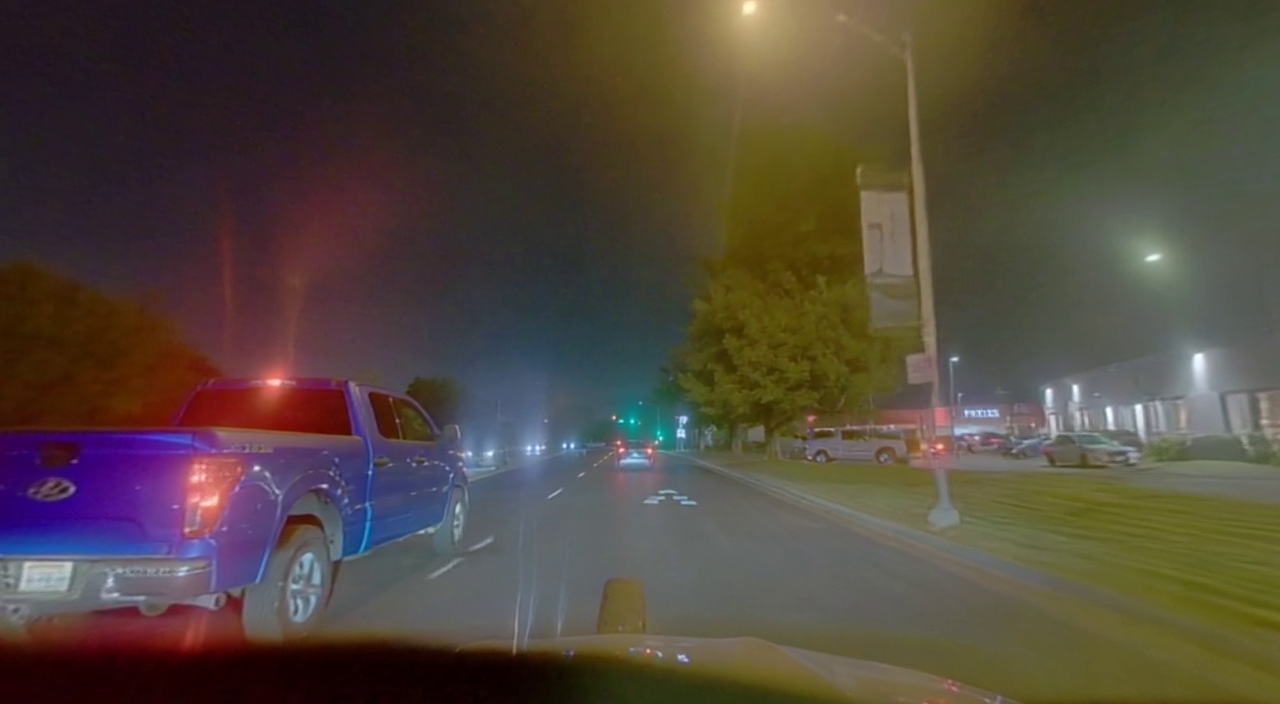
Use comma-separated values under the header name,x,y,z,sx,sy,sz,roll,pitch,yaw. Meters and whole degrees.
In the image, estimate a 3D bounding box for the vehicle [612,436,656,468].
name,x,y,z,sx,sy,sz,roll,pitch,yaw
vehicle,-0.331,5.257,33.236,2.191,1.530,4.470,0,-8,-1

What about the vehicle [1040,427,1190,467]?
name,x,y,z,sx,sy,sz,roll,pitch,yaw
vehicle,20.142,4.086,26.966,4.836,1.567,2.051,-5,-9,30

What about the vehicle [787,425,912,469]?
name,x,y,z,sx,sy,sz,roll,pitch,yaw
vehicle,9.060,4.093,27.087,5.109,1.735,1.997,4,-9,-26

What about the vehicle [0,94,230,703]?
name,x,y,z,sx,sy,sz,roll,pitch,yaw
vehicle,-3.584,0.180,0.624,2.733,2.495,5.037,0,-8,2
